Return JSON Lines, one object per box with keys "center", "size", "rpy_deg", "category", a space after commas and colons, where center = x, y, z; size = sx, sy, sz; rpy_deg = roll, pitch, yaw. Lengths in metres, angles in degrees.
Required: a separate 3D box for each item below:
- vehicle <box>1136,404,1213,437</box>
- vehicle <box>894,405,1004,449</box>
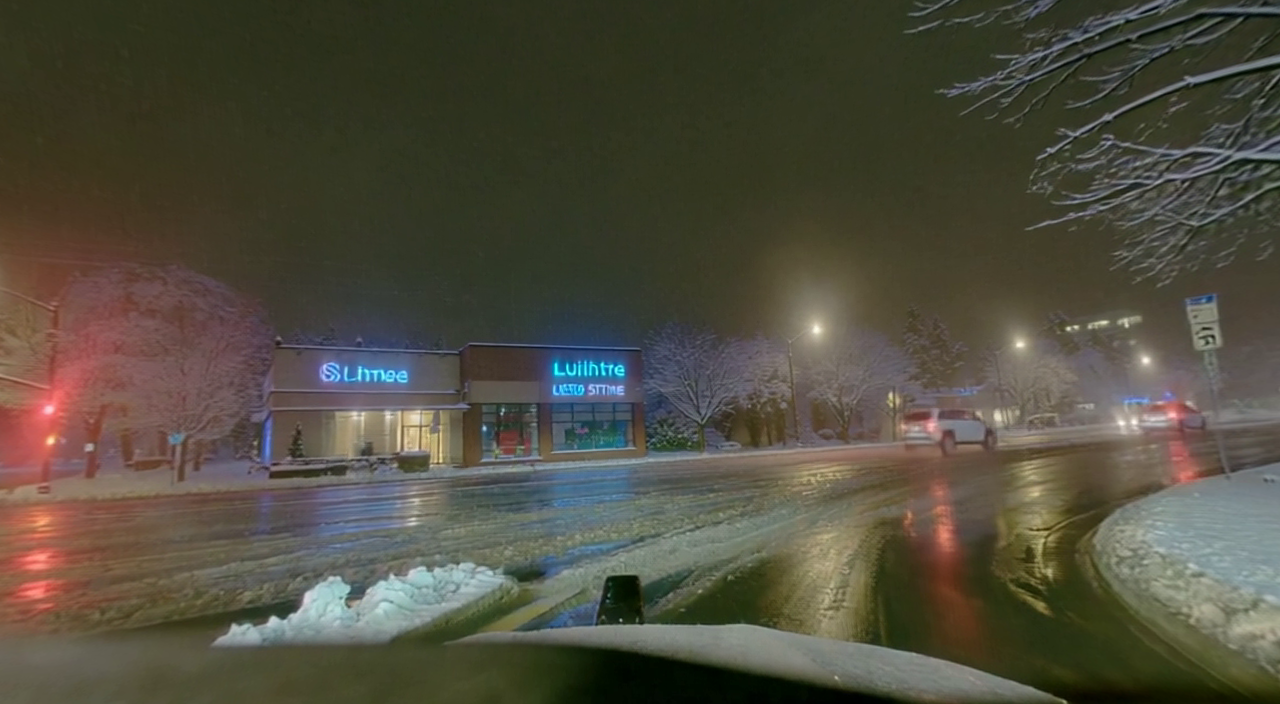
{"center": [29.447, 3.812, 34.771], "size": [4.377, 1.624, 1.953], "rpy_deg": [5, -10, -33], "category": "vehicle"}
{"center": [13.643, 3.370, 27.836], "size": [4.689, 1.758, 2.146], "rpy_deg": [5, -10, -33], "category": "vehicle"}
